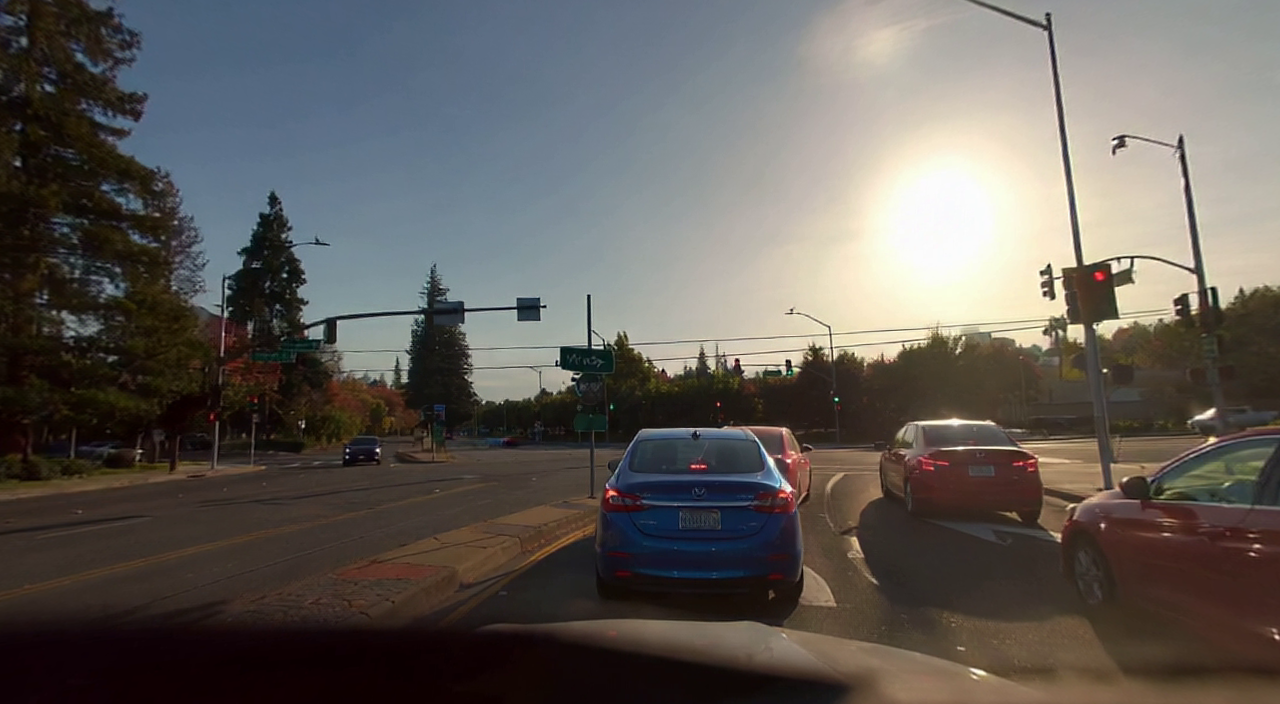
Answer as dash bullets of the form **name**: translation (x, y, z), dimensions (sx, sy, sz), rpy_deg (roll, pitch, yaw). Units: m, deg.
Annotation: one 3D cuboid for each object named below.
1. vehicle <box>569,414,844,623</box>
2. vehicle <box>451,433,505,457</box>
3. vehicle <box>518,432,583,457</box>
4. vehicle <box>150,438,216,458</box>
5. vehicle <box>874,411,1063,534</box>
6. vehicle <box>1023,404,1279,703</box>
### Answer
- **vehicle**: translation (0.856, 1.498, 6.687), dimensions (2.052, 1.483, 3.928), rpy_deg (-2, -8, 12)
- **vehicle**: translation (-12.451, 7.121, 48.196), dimensions (1.972, 1.705, 4.457), rpy_deg (8, -11, -44)
- **vehicle**: translation (-5.964, 6.106, 41.548), dimensions (1.932, 1.573, 4.509), rpy_deg (8, -12, -44)
- **vehicle**: translation (-35.368, 7.437, 48.652), dimensions (1.652, 1.433, 3.733), rpy_deg (-7, -11, 40)
- **vehicle**: translation (5.536, 2.045, 11.288), dimensions (2.102, 1.717, 4.373), rpy_deg (-2, -9, 16)
- **vehicle**: translation (4.243, 1.058, 3.373), dimensions (1.954, 1.508, 4.441), rpy_deg (-1, -8, 6)
